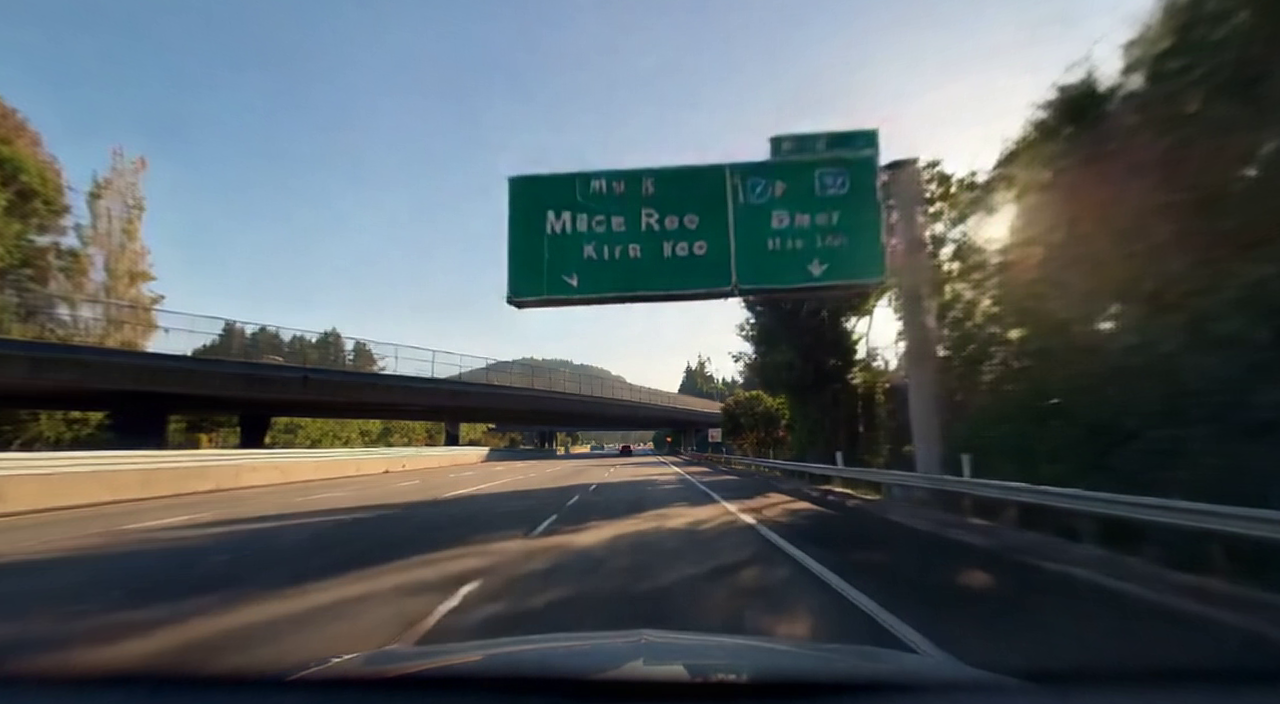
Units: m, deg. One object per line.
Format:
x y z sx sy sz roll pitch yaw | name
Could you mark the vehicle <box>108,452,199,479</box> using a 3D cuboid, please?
-28.867 6.743 37.604 1.859 1.451 4.394 0 -8 1 | vehicle
